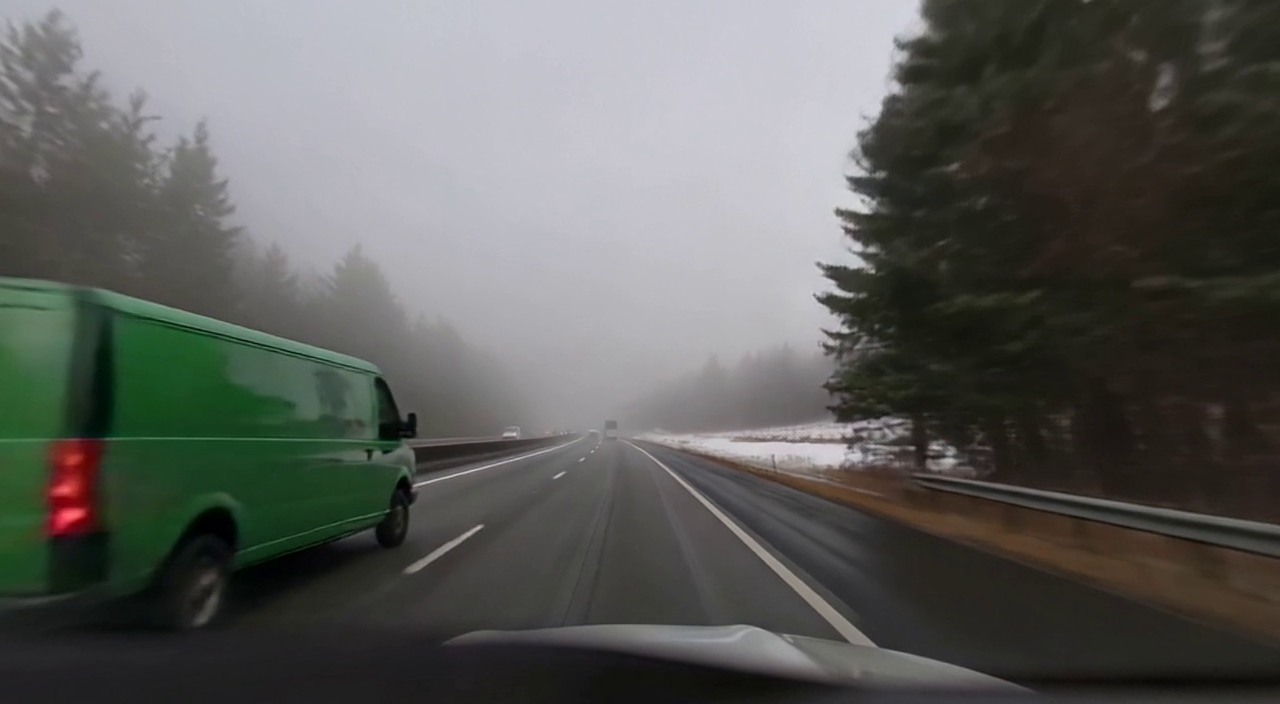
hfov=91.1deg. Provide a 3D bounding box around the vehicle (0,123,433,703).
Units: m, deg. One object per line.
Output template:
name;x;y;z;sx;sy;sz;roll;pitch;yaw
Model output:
vehicle;-3.818;0.685;4.865;2.561;2.509;5.465;0;-8;0
